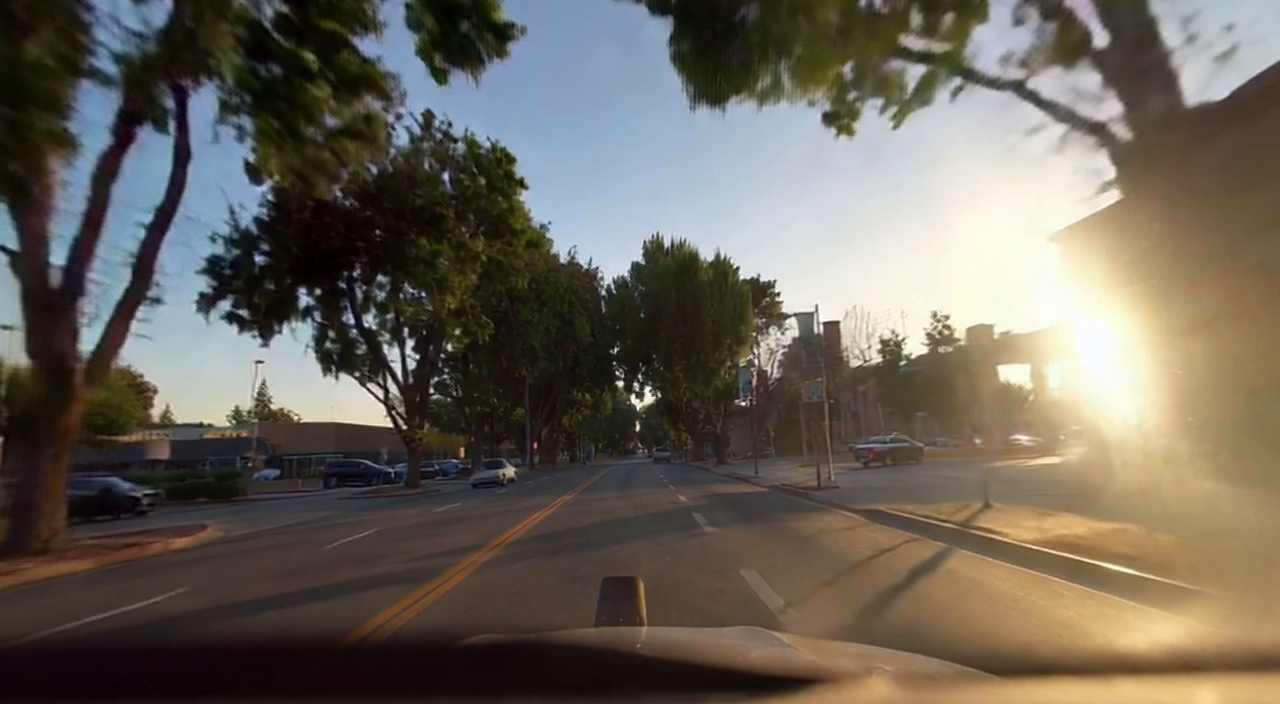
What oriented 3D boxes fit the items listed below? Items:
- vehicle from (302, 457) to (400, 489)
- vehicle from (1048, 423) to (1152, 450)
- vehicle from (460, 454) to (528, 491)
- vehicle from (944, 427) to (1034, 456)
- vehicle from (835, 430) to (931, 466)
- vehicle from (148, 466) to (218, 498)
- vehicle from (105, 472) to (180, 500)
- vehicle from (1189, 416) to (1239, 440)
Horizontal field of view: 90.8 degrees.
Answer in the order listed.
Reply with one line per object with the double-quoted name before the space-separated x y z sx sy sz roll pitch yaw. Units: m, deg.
"vehicle" -16.442 6.885 36.166 4.650 1.700 1.915 0 -9 -1
"vehicle" 26.018 4.832 35.818 1.765 1.435 4.413 8 -12 -44
"vehicle" -6.572 5.455 29.007 1.962 1.478 4.639 -1 -9 1
"vehicle" 21.850 5.646 39.643 4.442 1.451 1.945 -12 -12 42
"vehicle" 11.118 4.372 28.778 4.587 1.504 1.928 7 -11 -38
"vehicle" -27.456 7.798 38.120 1.822 1.622 4.193 -2 -9 -11
"vehicle" -30.356 8.156 38.676 1.777 1.441 3.695 1 -9 -6
"vehicle" 40.220 5.338 44.240 4.224 1.532 1.910 7 -11 -40
